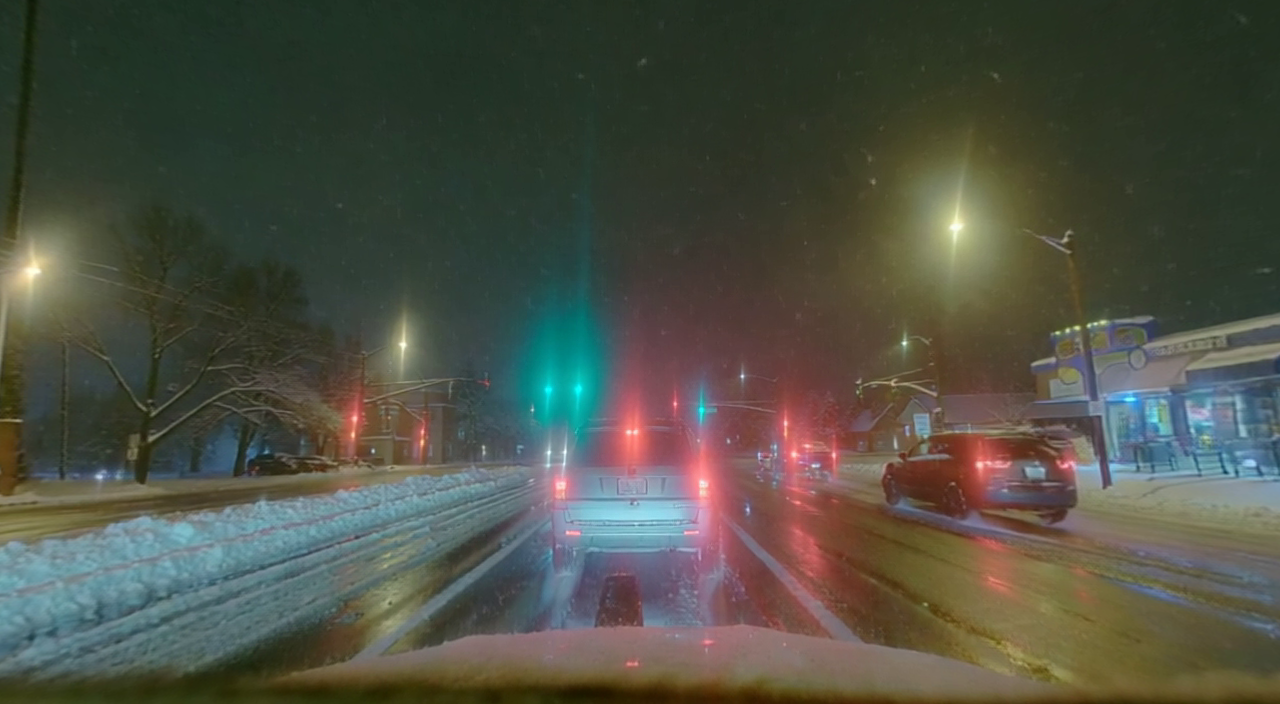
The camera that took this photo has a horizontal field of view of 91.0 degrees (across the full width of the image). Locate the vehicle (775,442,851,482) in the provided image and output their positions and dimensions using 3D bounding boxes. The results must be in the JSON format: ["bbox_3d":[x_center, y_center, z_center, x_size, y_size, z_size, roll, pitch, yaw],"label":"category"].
[{"bbox_3d":[6.852,4.404,25.424,1.833,1.452,4.237,0,-9,-1],"label":"vehicle"}]

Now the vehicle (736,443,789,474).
[{"bbox_3d":[6.259,5.460,32.634,1.961,1.477,4.454,0,-9,2],"label":"vehicle"}]

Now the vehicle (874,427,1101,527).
[{"bbox_3d":[6.664,2.434,12.866,2.072,1.652,4.611,0,-9,1],"label":"vehicle"}]

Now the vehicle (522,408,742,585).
[{"bbox_3d":[-0.063,1.691,8.116,2.115,1.700,3.901,0,-9,1],"label":"vehicle"}]
